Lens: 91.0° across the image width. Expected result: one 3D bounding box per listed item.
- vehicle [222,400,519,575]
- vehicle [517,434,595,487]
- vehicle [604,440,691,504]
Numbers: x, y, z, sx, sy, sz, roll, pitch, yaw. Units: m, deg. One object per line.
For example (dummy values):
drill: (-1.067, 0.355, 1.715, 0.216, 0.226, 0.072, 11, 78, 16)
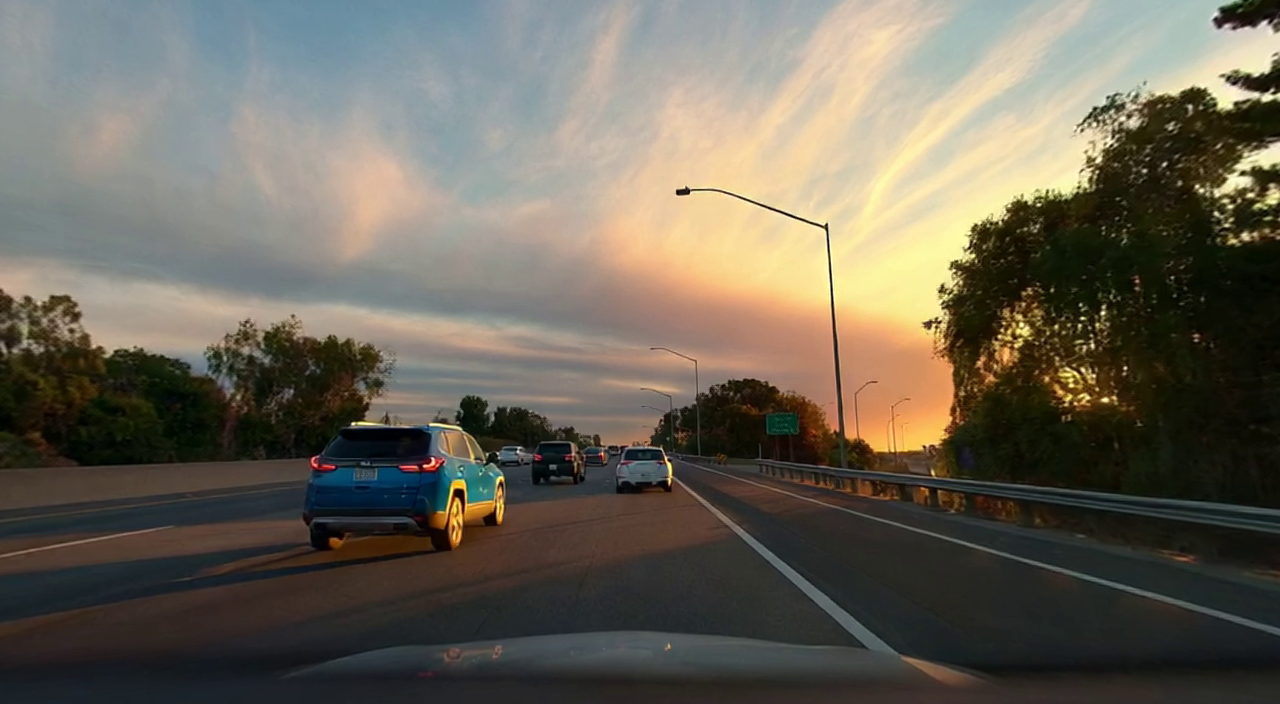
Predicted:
vehicle: (-3.206, 1.713, 8.653, 2.123, 1.798, 4.108, 0, -9, 2)
vehicle: (-3.028, 4.053, 23.753, 2.125, 1.771, 4.721, 0, -9, 2)
vehicle: (0.151, 3.175, 17.056, 2.068, 1.488, 4.045, 0, -9, 0)
